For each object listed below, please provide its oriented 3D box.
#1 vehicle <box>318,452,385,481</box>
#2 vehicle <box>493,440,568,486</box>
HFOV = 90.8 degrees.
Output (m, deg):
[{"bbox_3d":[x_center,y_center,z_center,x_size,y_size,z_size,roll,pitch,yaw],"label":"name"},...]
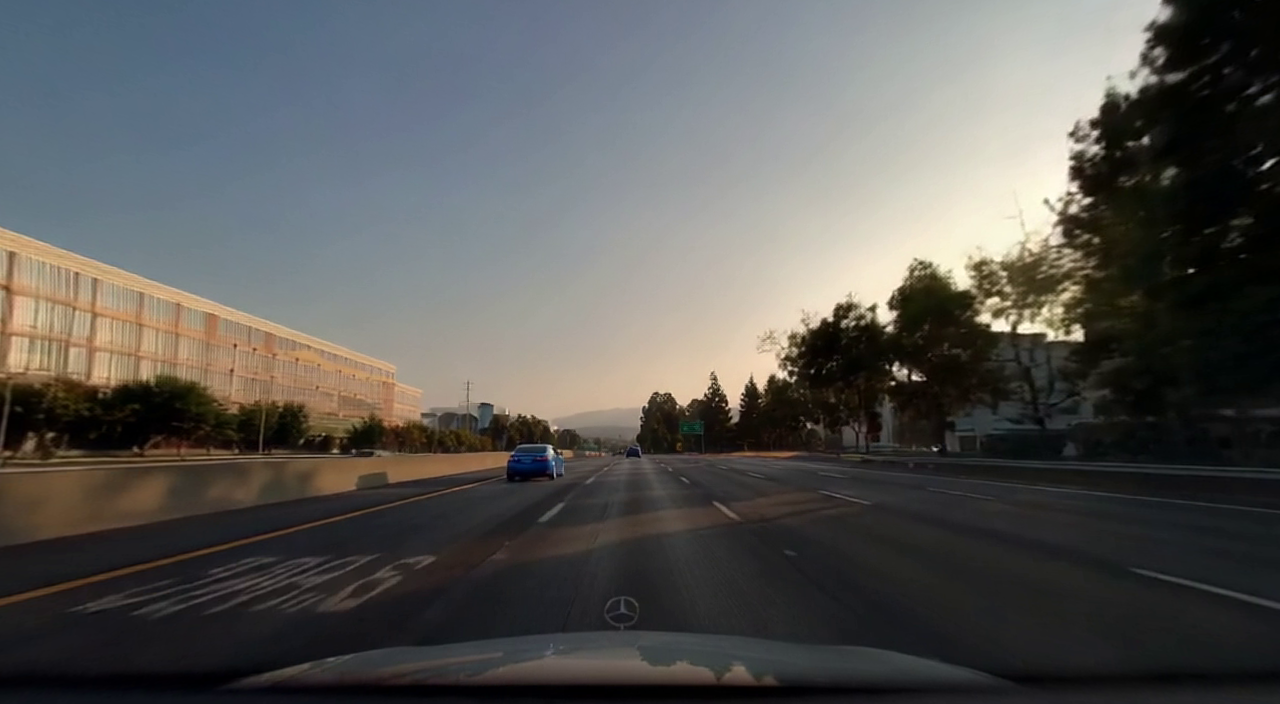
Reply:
[{"bbox_3d":[-16.946,6.715,37.313,1.907,1.498,4.348,0,-8,0],"label":"vehicle"},{"bbox_3d":[-3.873,4.011,23.131,1.900,1.492,4.495,0,-8,0],"label":"vehicle"}]
